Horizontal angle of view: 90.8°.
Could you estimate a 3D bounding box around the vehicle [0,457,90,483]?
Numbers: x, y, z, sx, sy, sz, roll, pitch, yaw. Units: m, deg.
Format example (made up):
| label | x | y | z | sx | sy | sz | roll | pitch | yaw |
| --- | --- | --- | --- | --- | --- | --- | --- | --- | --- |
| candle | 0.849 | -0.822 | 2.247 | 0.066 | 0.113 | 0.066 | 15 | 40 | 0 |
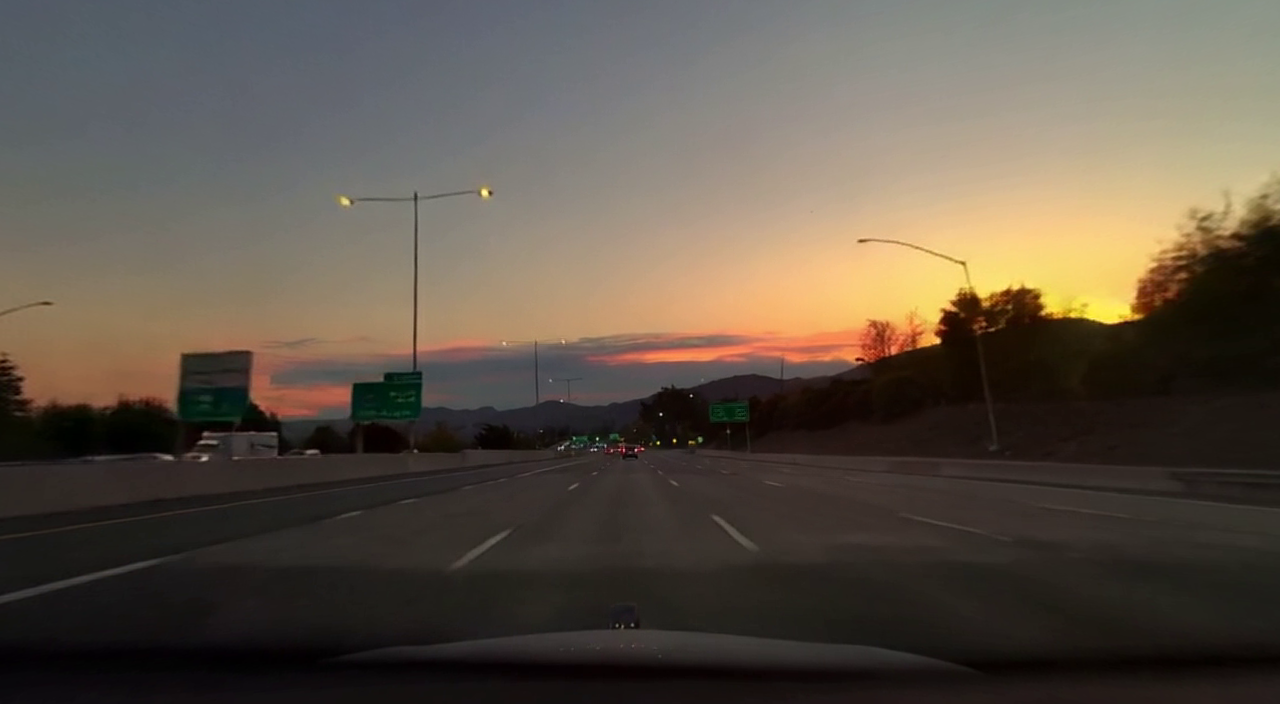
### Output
| label | x | y | z | sx | sy | sz | roll | pitch | yaw |
| --- | --- | --- | --- | --- | --- | --- | --- | --- | --- |
| vehicle | -40.931 | 8.070 | 43.436 | 1.888 | 1.548 | 4.818 | 0 | -9 | 1 |
